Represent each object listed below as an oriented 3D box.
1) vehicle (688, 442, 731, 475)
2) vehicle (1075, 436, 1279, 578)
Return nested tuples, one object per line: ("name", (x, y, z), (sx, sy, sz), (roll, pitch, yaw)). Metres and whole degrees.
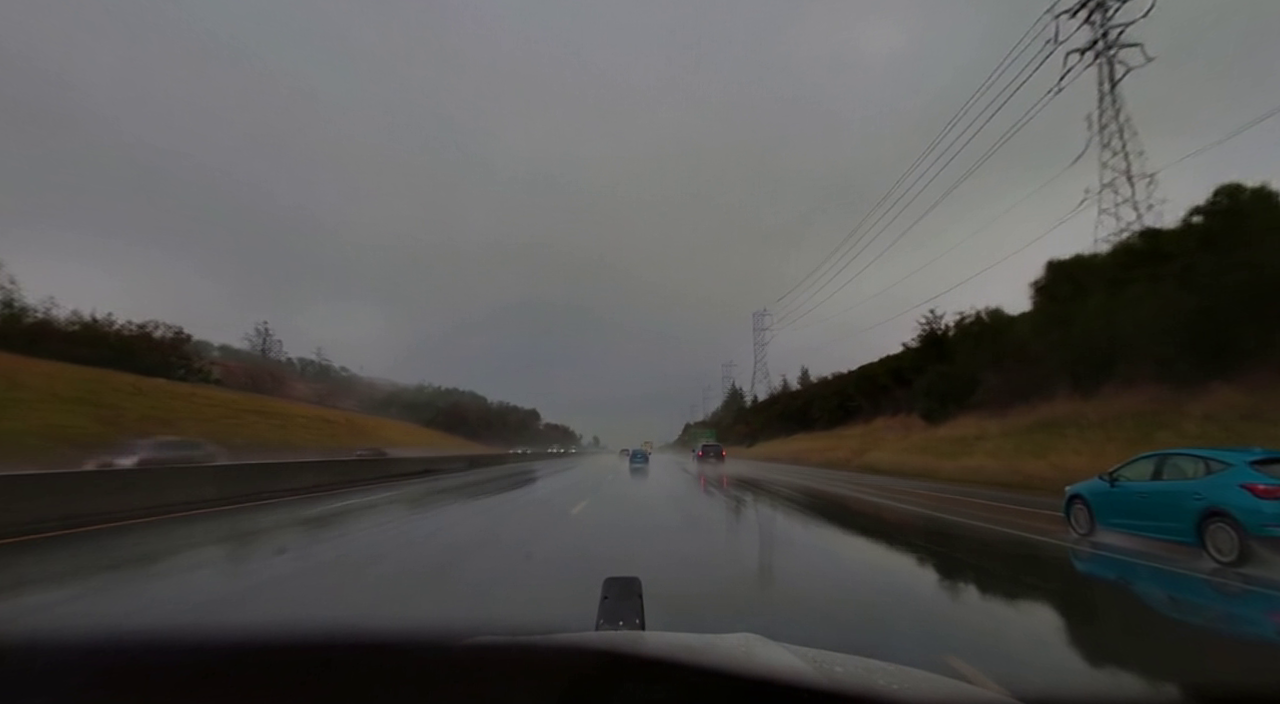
("vehicle", (4.115, 6.347, 37.812), (2.159, 1.782, 4.673), (0, -9, 1))
("vehicle", (8.051, 1.841, 7.753), (1.970, 1.545, 4.818), (0, -9, 1))
